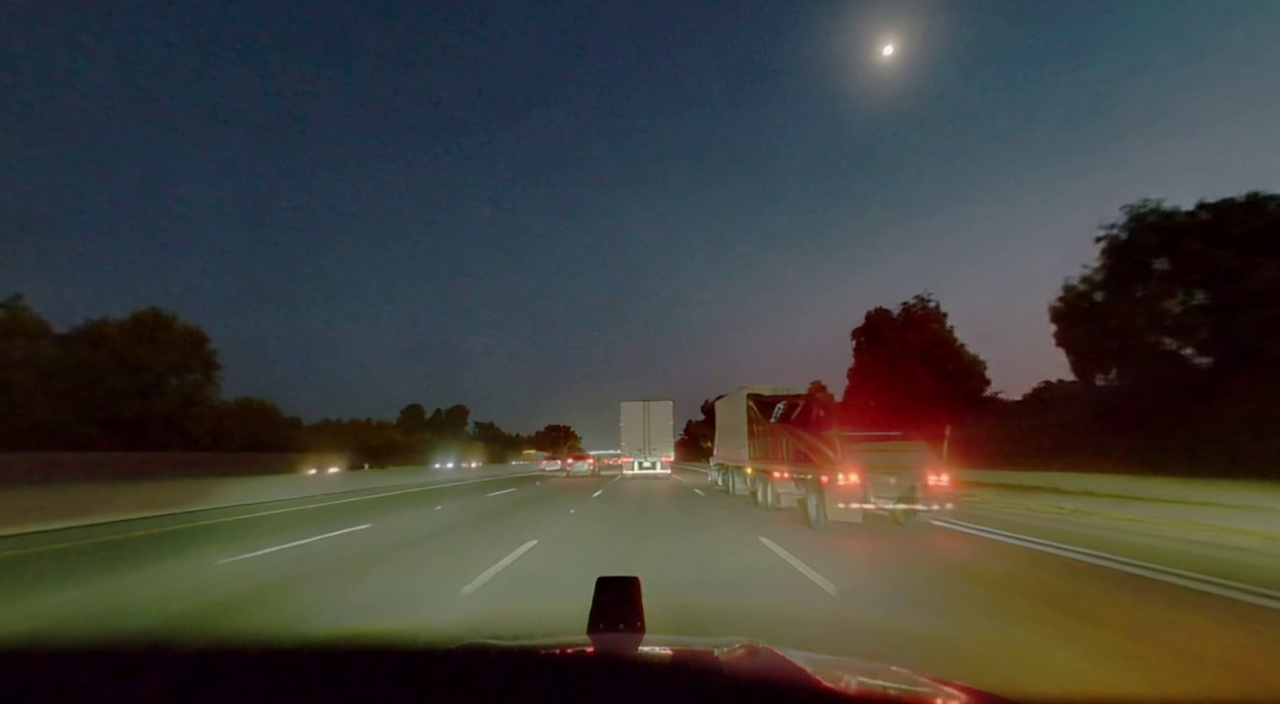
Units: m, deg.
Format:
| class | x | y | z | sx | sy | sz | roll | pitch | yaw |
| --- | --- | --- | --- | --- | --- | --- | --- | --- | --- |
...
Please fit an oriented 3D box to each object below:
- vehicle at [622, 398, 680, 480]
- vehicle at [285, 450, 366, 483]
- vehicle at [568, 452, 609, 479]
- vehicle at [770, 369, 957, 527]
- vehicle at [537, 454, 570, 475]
| class | x | y | z | sx | sy | sz | roll | pitch | yaw |
| --- | --- | --- | --- | --- | --- | --- | --- | --- | --- |
| vehicle | 0.531 | 5.289 | 37.501 | 2.875 | 4.056 | 12.312 | 0 | -9 | 0 |
| vehicle | -18.414 | 6.682 | 37.200 | 2.150 | 1.800 | 4.867 | 0 | -9 | 2 |
| vehicle | -3.072 | 6.873 | 38.433 | 2.061 | 1.555 | 3.900 | 0 | -9 | 1 |
| vehicle | 4.545 | 2.065 | 13.683 | 2.565 | 2.902 | 3.798 | 0 | -9 | 0 |
| vehicle | -6.753 | 8.819 | 49.588 | 1.926 | 1.482 | 3.959 | 0 | -9 | 1 |
